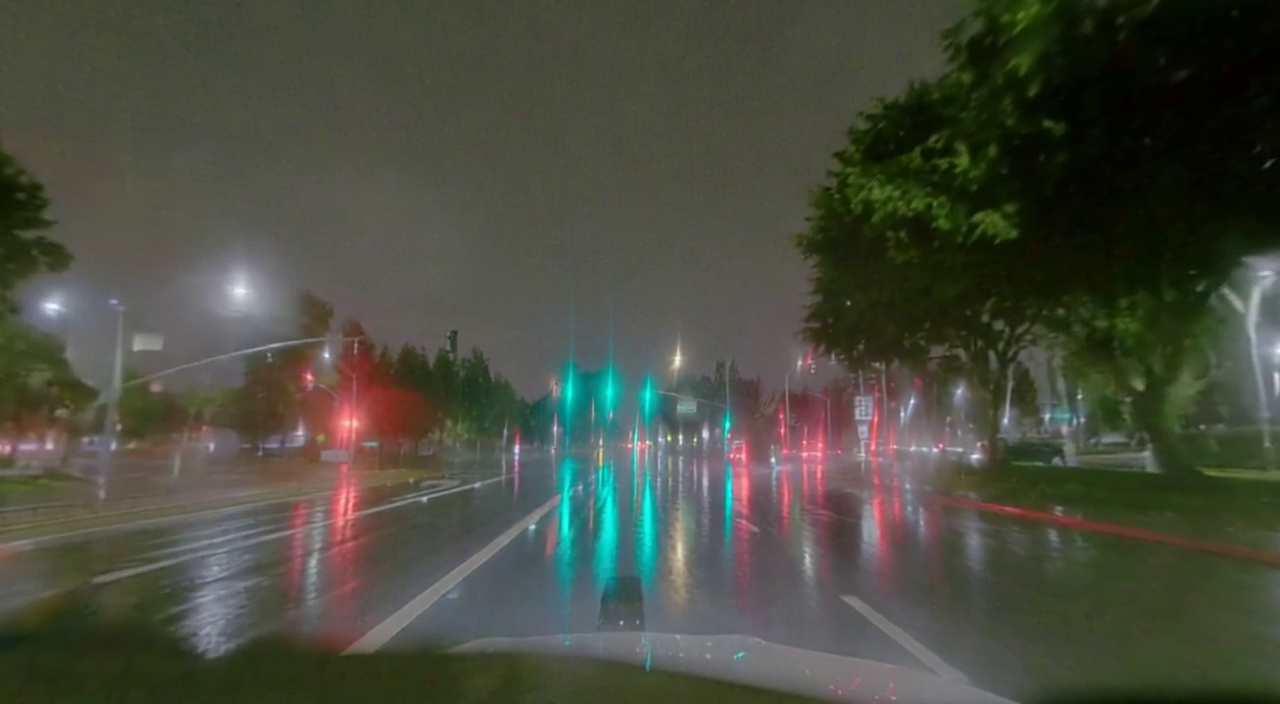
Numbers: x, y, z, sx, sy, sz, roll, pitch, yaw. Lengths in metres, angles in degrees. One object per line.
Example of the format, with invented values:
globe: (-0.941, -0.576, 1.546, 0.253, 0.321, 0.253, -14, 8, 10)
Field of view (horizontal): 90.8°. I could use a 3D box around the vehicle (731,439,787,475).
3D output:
vehicle: (6.172, 5.348, 32.316, 2.289, 1.503, 4.595, 2, -8, 17)
